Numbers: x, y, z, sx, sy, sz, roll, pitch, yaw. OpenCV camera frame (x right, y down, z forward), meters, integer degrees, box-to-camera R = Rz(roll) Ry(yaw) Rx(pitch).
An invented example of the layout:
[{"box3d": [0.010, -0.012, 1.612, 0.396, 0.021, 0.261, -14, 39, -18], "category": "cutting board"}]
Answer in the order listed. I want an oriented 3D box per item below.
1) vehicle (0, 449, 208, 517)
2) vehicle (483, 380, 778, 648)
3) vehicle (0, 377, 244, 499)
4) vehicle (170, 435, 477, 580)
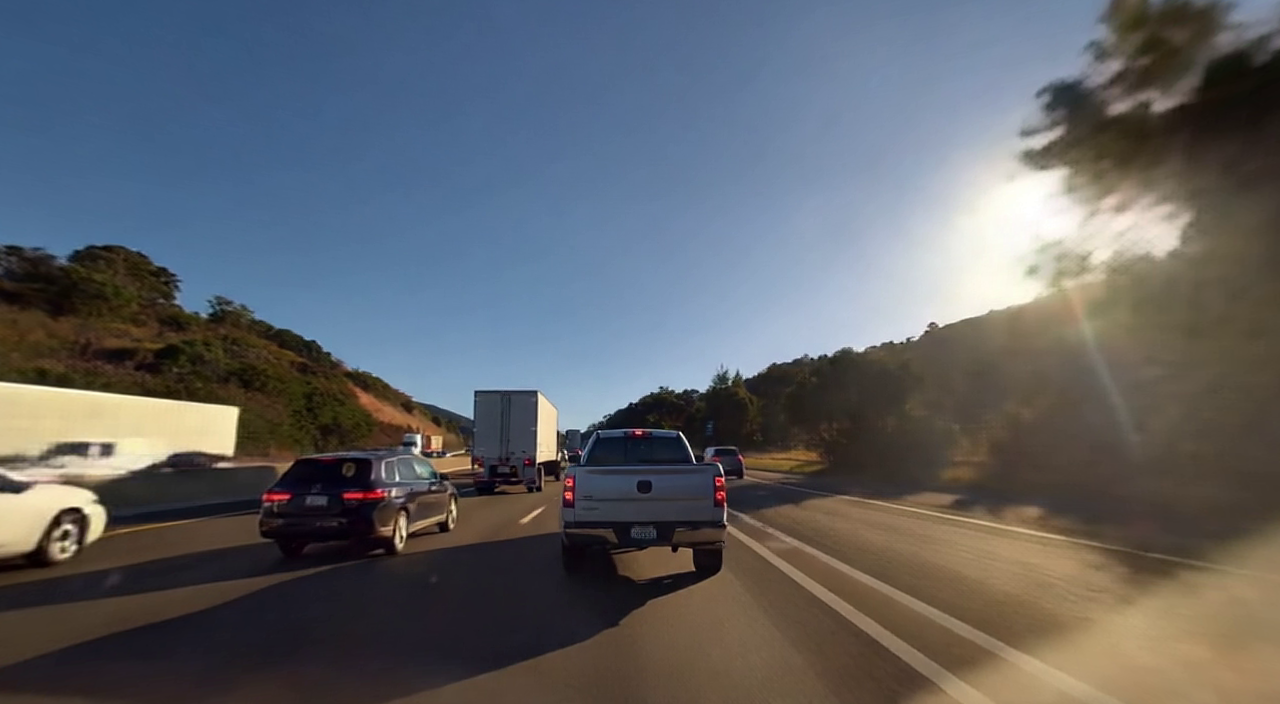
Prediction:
[{"box3d": [-15.415, 3.705, 18.490, 2.037, 1.692, 4.846, -1, -9, 0], "category": "vehicle"}, {"box3d": [-0.091, 1.359, 6.068, 1.995, 1.798, 3.380, 0, -9, -1], "category": "vehicle"}, {"box3d": [-22.831, 3.744, 26.589, 3.074, 4.034, 14.138, 0, -9, 0], "category": "vehicle"}, {"box3d": [-3.922, 1.984, 8.914, 1.986, 1.501, 4.407, -1, -9, 1], "category": "vehicle"}]
